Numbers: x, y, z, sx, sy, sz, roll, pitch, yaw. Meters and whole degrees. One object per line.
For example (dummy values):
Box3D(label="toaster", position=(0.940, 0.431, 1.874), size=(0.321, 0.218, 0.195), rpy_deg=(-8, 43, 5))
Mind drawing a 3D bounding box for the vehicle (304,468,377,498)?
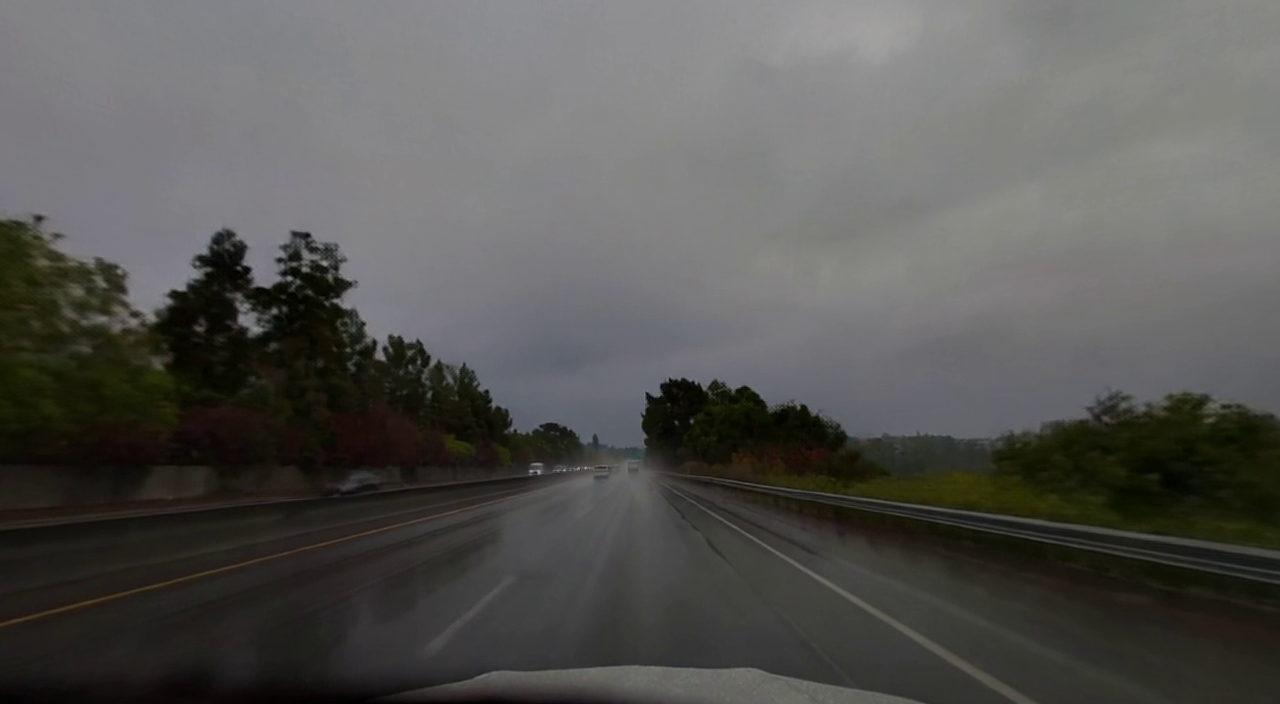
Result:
Box3D(label="vehicle", position=(-15.842, 6.956, 33.629), size=(1.839, 1.472, 4.131), rpy_deg=(1, -10, 0))
